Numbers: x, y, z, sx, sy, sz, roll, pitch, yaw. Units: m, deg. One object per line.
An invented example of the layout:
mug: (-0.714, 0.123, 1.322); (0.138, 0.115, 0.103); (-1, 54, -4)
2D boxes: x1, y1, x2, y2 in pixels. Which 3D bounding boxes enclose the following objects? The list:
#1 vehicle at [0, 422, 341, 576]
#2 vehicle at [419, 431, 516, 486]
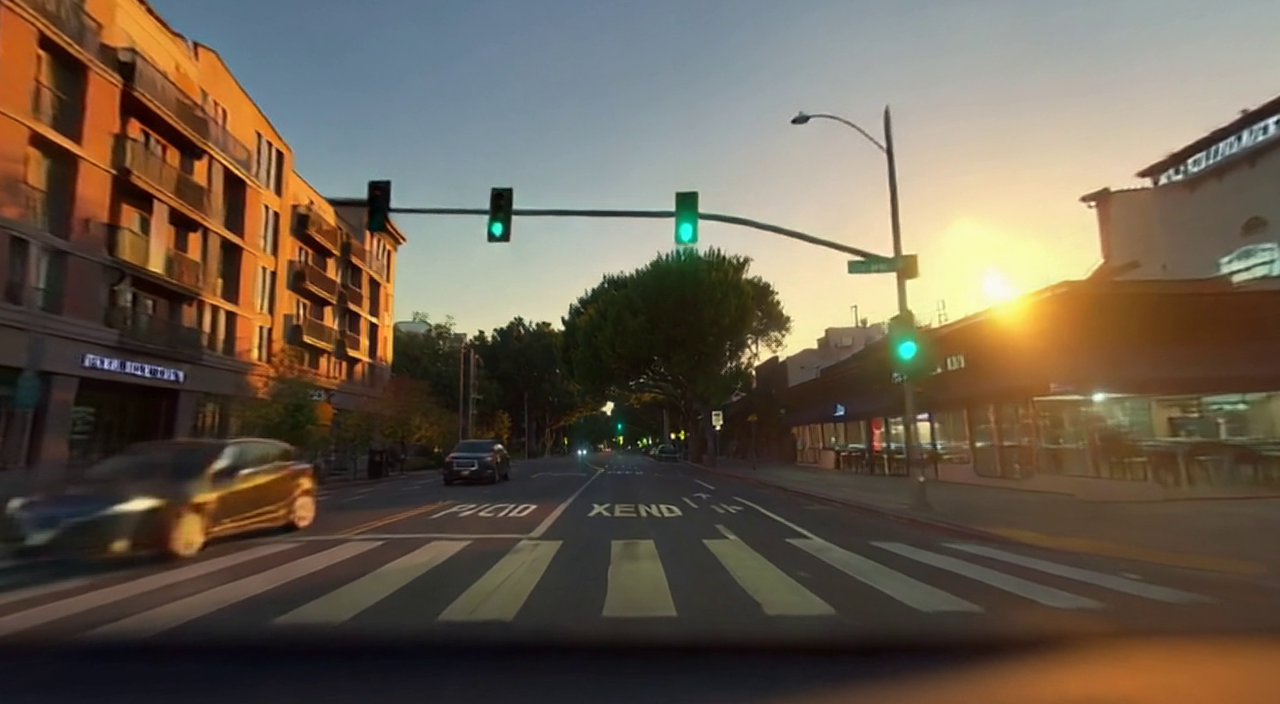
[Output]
vehicle: (-6.350, 1.891, 8.957); (2.019, 1.596, 4.608); (0, -9, -1)
vehicle: (-6.778, 4.268, 25.559); (2.545, 1.943, 5.168); (0, -9, -1)
